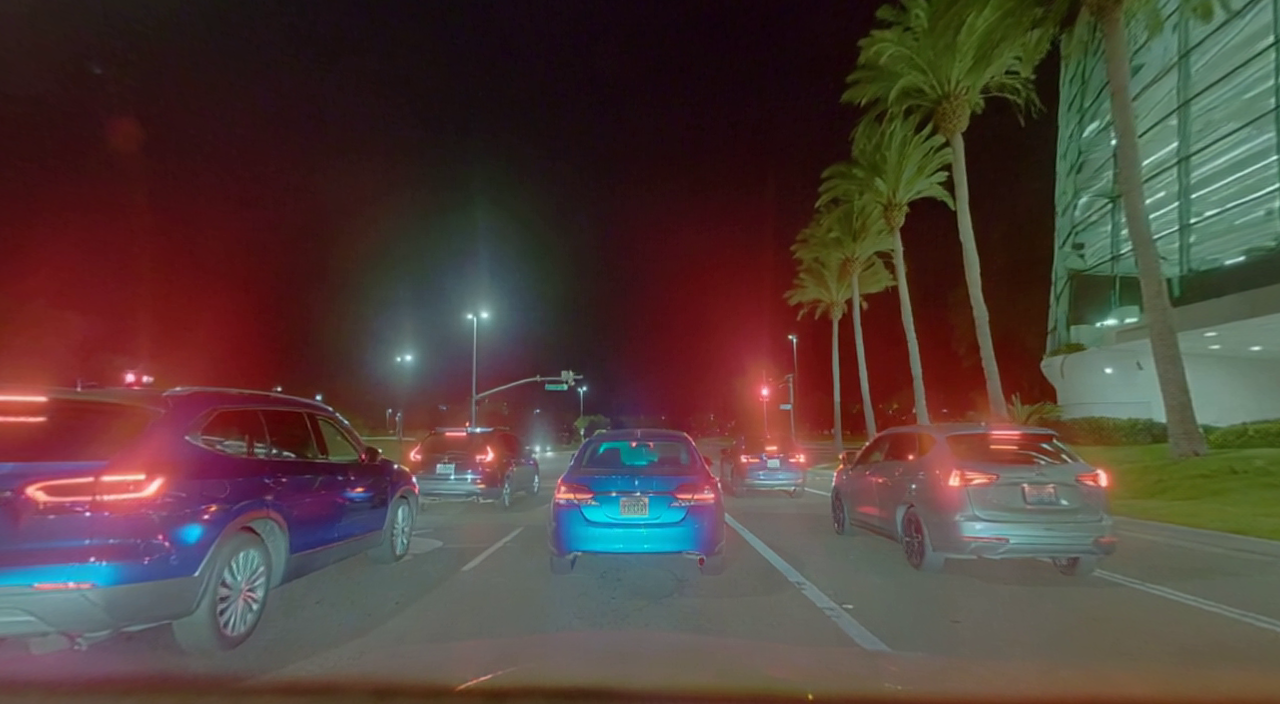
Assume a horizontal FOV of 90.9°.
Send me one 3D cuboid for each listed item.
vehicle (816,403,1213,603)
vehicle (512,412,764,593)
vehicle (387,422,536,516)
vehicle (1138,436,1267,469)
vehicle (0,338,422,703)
[{"bbox_3d":[3.836,1.617,7.673,2.064,1.696,4.431,0,-8,0],"label":"vehicle"},{"bbox_3d":[-0.057,1.653,7.808,2.219,1.586,4.321,0,-8,-1],"label":"vehicle"},{"bbox_3d":[-3.472,2.347,13.067,1.917,1.631,3.768,0,-8,1],"label":"vehicle"},{"bbox_3d":[25.454,4.539,28.637,4.014,1.417,1.777,-1,-8,5],"label":"vehicle"},{"bbox_3d":[-3.541,1.133,5.079,2.014,1.775,4.404,0,-8,-1],"label":"vehicle"}]
